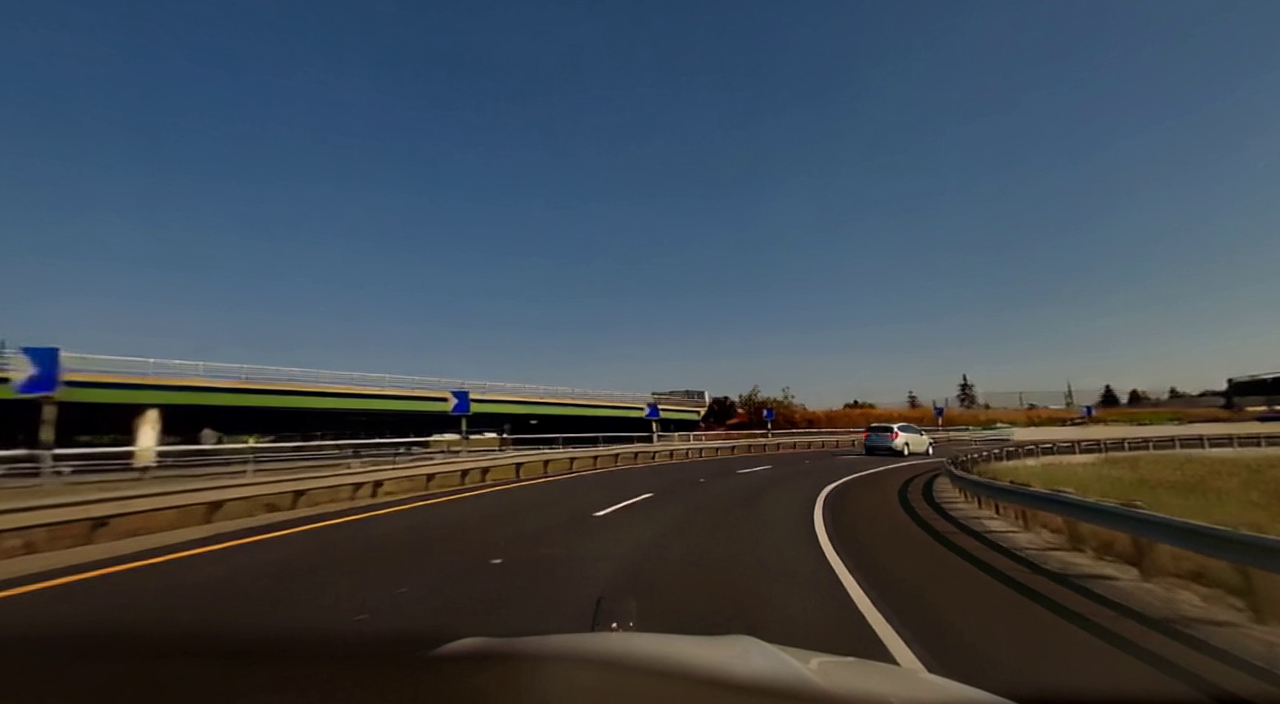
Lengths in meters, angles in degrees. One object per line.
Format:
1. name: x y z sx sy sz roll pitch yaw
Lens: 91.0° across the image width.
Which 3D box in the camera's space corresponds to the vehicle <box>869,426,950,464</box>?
1. vehicle: 11.835 4.030 27.521 2.028 1.440 3.970 -4 -8 42
